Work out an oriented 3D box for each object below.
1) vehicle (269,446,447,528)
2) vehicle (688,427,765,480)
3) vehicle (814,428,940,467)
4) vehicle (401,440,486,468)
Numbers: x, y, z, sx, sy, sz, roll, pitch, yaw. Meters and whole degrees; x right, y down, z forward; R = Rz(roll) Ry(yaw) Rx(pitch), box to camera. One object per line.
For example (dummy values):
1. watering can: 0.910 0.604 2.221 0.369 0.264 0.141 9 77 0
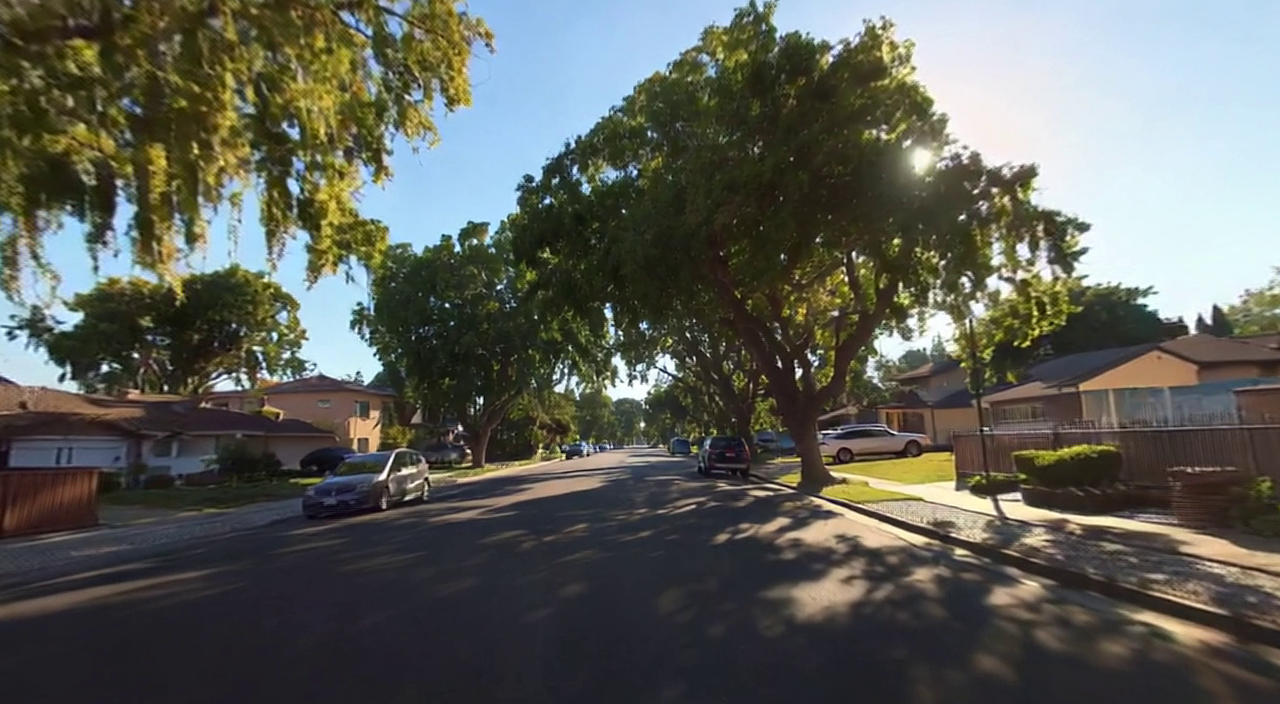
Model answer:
1. vehicle: -6.303 3.003 14.764 2.099 1.399 4.357 -4 -8 1
2. vehicle: 3.268 3.992 25.034 2.241 1.875 5.059 0 -8 -1
3. vehicle: 10.545 4.327 28.535 5.041 1.486 1.969 -4 -9 14
4. vehicle: -12.941 6.738 41.837 4.928 1.797 1.981 0 -8 1
